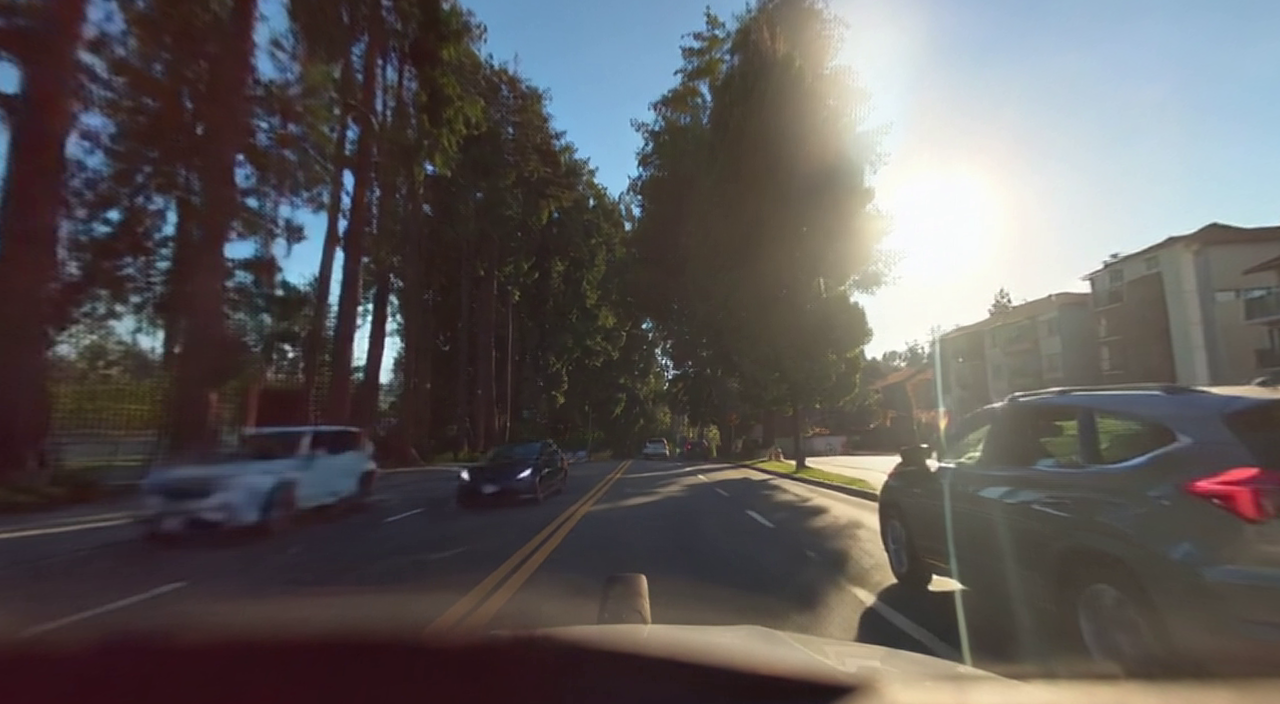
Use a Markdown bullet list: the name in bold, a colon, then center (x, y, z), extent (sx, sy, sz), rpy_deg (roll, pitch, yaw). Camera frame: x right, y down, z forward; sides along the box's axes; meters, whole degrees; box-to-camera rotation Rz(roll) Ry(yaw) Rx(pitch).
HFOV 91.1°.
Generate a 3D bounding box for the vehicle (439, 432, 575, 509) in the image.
- **vehicle**: center (-2.946, 2.739, 15.132), extent (2.151, 1.540, 4.673), rpy_deg (0, -8, 1)

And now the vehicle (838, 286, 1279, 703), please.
- **vehicle**: center (3.347, 1.039, 4.420), extent (2.219, 1.881, 5.104), rpy_deg (0, -8, 0)

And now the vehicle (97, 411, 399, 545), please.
- **vehicle**: center (-6.324, 2.067, 11.051), extent (2.217, 1.824, 4.671), rpy_deg (0, -8, 1)

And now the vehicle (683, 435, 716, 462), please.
- **vehicle**: center (4.182, 6.892, 44.888), extent (2.069, 1.791, 4.422), rpy_deg (0, -8, 2)
